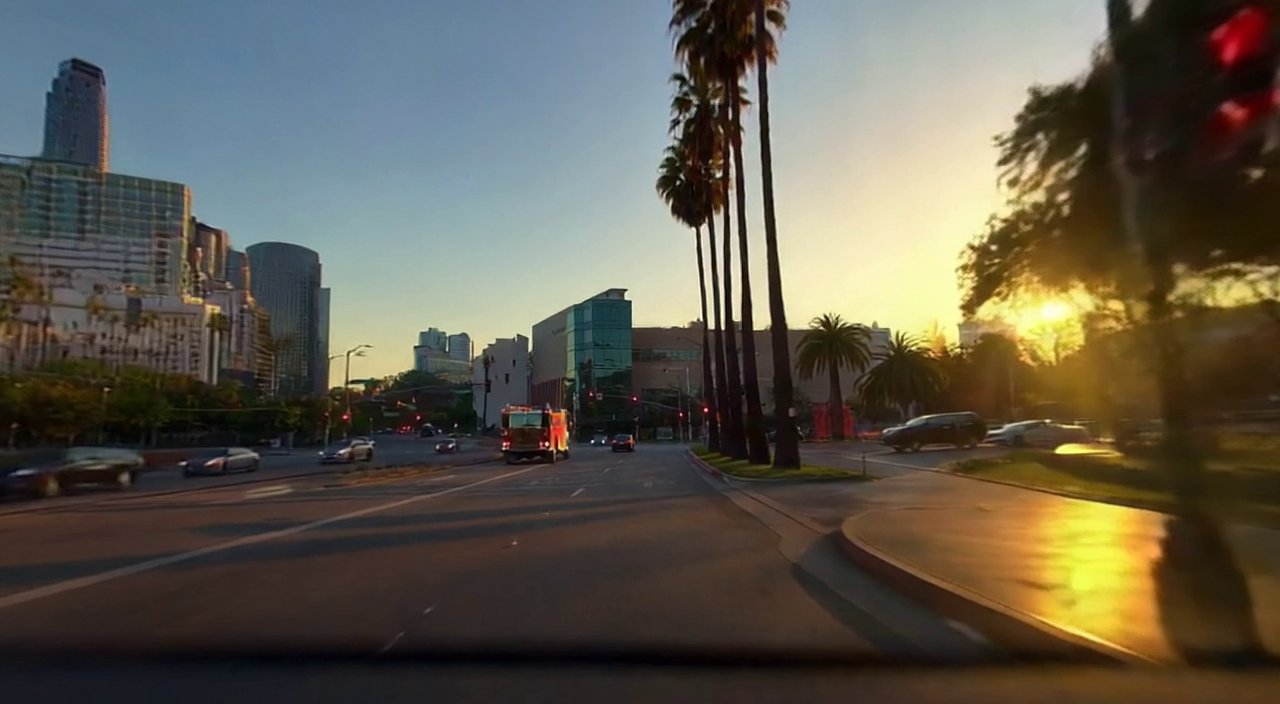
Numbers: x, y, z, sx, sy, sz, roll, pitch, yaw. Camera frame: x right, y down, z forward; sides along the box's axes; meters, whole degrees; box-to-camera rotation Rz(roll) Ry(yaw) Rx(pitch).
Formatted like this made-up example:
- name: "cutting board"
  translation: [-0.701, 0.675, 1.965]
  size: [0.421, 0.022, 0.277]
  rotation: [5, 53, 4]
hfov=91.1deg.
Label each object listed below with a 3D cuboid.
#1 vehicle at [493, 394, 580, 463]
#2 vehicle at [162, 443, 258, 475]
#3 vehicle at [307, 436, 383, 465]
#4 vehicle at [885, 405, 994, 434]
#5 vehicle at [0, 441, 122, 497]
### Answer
- name: "vehicle"
  translation: [-6.188, 5.022, 39.999]
  size: [3.008, 3.730, 11.786]
  rotation: [0, -8, 3]
- name: "vehicle"
  translation: [-25.692, 6.351, 37.767]
  size: [2.005, 1.771, 5.072]
  rotation: [0, -8, 2]
- name: "vehicle"
  translation: [-21.320, 7.157, 45.683]
  size: [2.460, 1.958, 5.843]
  rotation: [0, -8, 2]
- name: "vehicle"
  translation: [15.504, 3.541, 32.696]
  size: [4.663, 1.457, 2.045]
  rotation: [0, -7, 2]
- name: "vehicle"
  translation: [-21.871, 4.197, 22.946]
  size: [1.988, 1.811, 4.399]
  rotation: [0, -8, 2]
